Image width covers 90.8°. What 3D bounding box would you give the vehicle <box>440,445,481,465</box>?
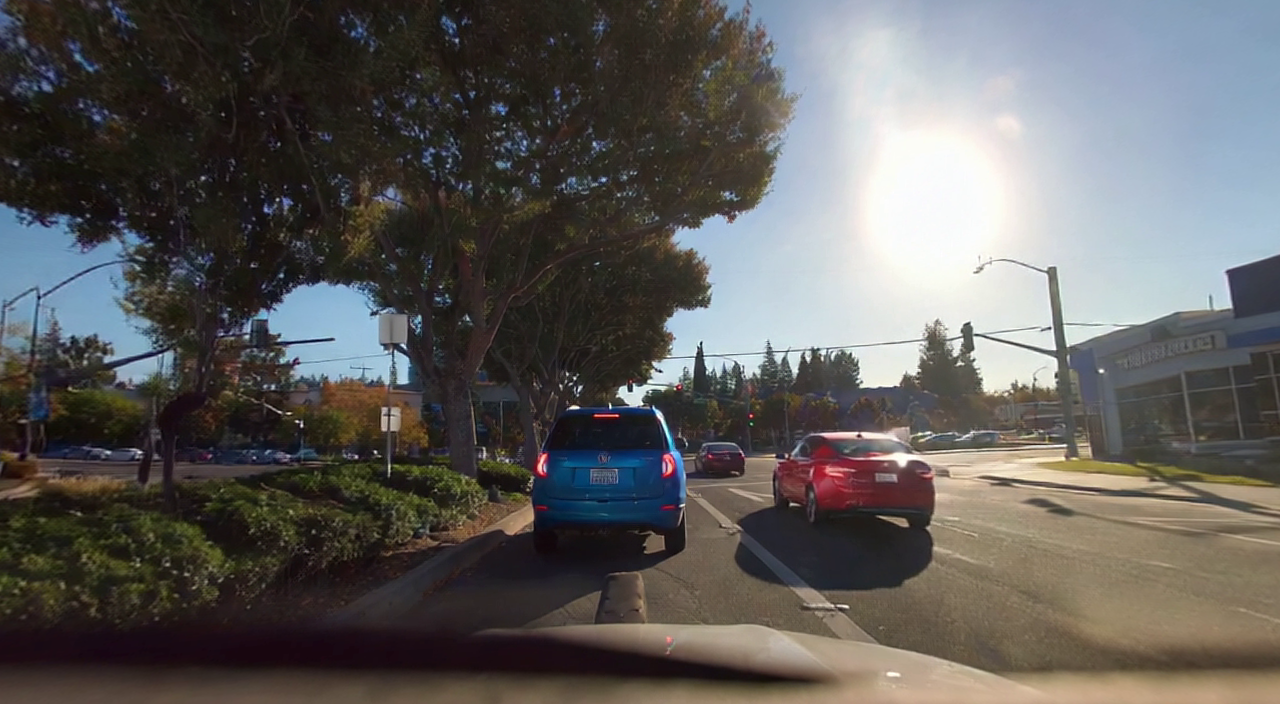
[{"bbox_3d":[-13.875,7.972,49.124,1.983,1.460,4.456,0,-9,-2],"label":"vehicle"}]

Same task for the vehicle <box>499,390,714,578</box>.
[{"bbox_3d":[-0.310,1.642,8.620,2.096,1.837,4.687,0,-9,0],"label":"vehicle"}]

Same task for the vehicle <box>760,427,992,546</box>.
[{"bbox_3d":[3.578,2.137,10.798,2.098,1.555,4.778,0,-9,0],"label":"vehicle"}]
